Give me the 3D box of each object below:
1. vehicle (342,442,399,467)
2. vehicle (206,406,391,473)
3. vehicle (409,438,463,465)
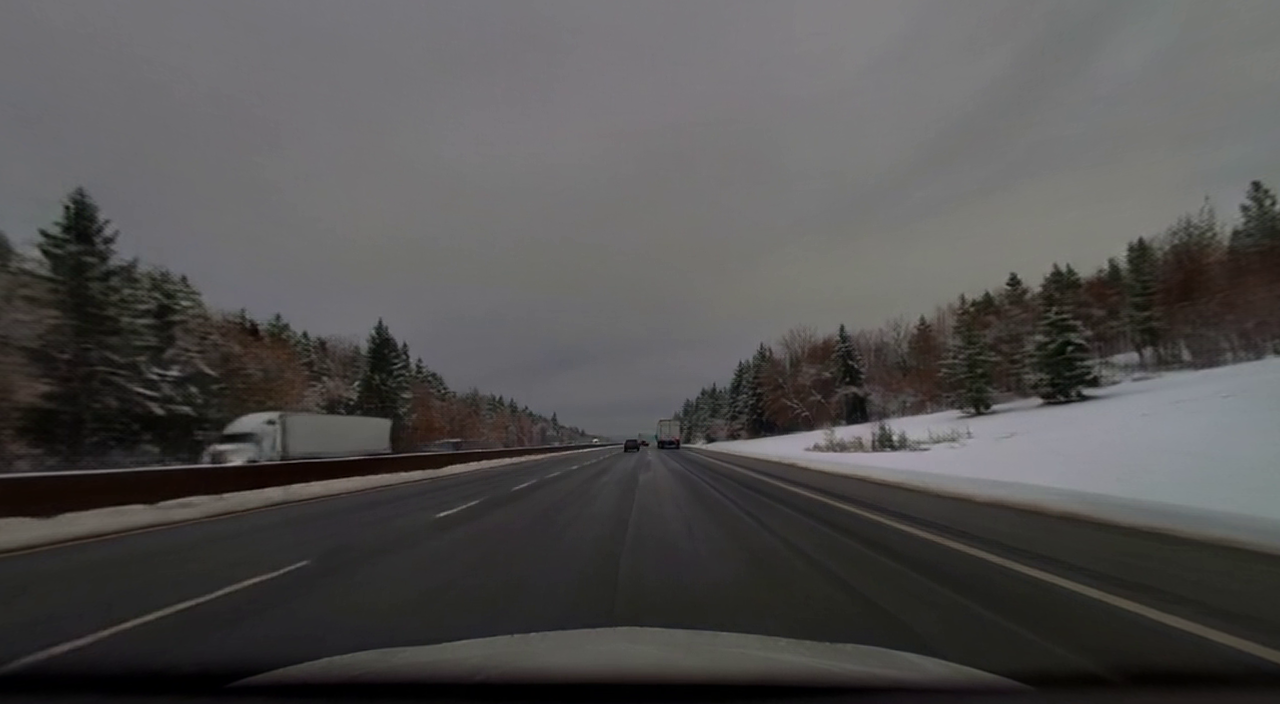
[{"bbox_3d":[-18.627,7.052,43.572,2.072,1.602,4.032,-1,-8,1],"label":"vehicle"},{"bbox_3d":[-22.630,6.125,43.929,3.424,3.766,16.922,-1,-8,1],"label":"vehicle"},{"bbox_3d":[-14.166,6.912,43.904,2.066,1.794,4.755,-1,-8,2],"label":"vehicle"}]
